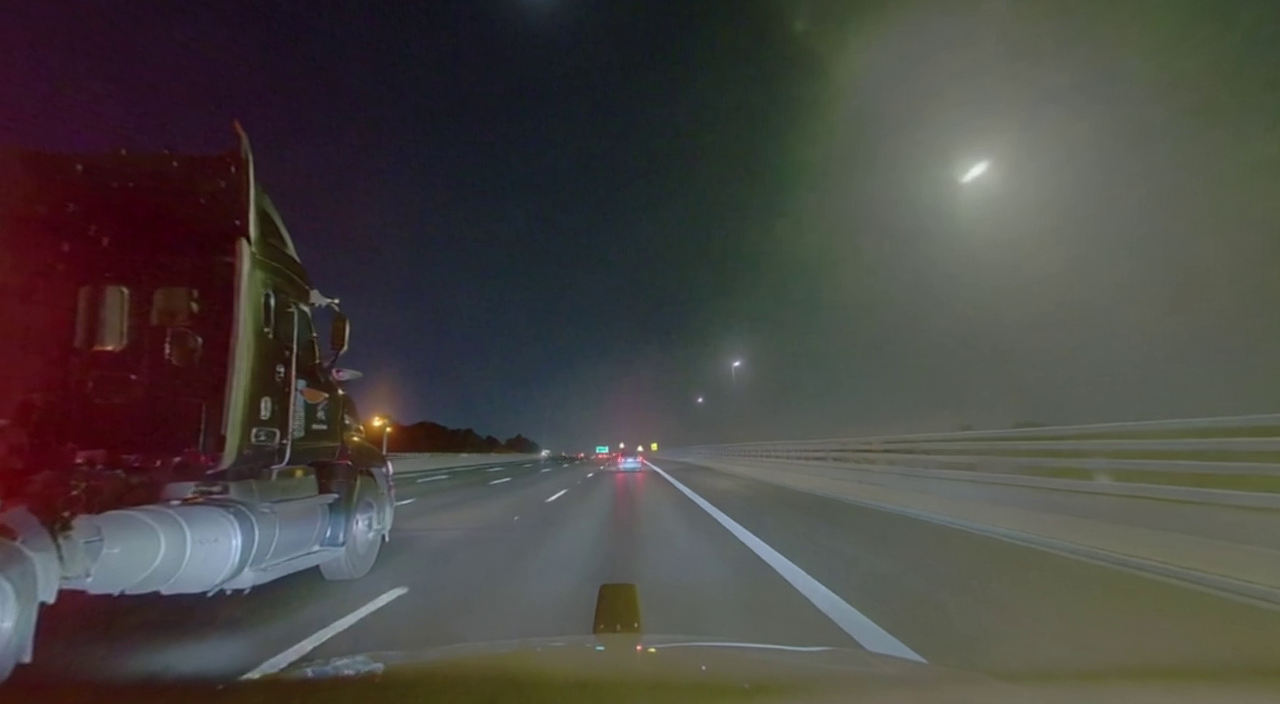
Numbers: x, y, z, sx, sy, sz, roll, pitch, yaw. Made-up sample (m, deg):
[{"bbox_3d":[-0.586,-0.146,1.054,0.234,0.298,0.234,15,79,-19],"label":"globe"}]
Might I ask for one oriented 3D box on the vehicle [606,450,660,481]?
[{"bbox_3d":[-0.388,5.455,30.434,2.398,1.336,5.698,0,-9,-2],"label":"vehicle"}]
